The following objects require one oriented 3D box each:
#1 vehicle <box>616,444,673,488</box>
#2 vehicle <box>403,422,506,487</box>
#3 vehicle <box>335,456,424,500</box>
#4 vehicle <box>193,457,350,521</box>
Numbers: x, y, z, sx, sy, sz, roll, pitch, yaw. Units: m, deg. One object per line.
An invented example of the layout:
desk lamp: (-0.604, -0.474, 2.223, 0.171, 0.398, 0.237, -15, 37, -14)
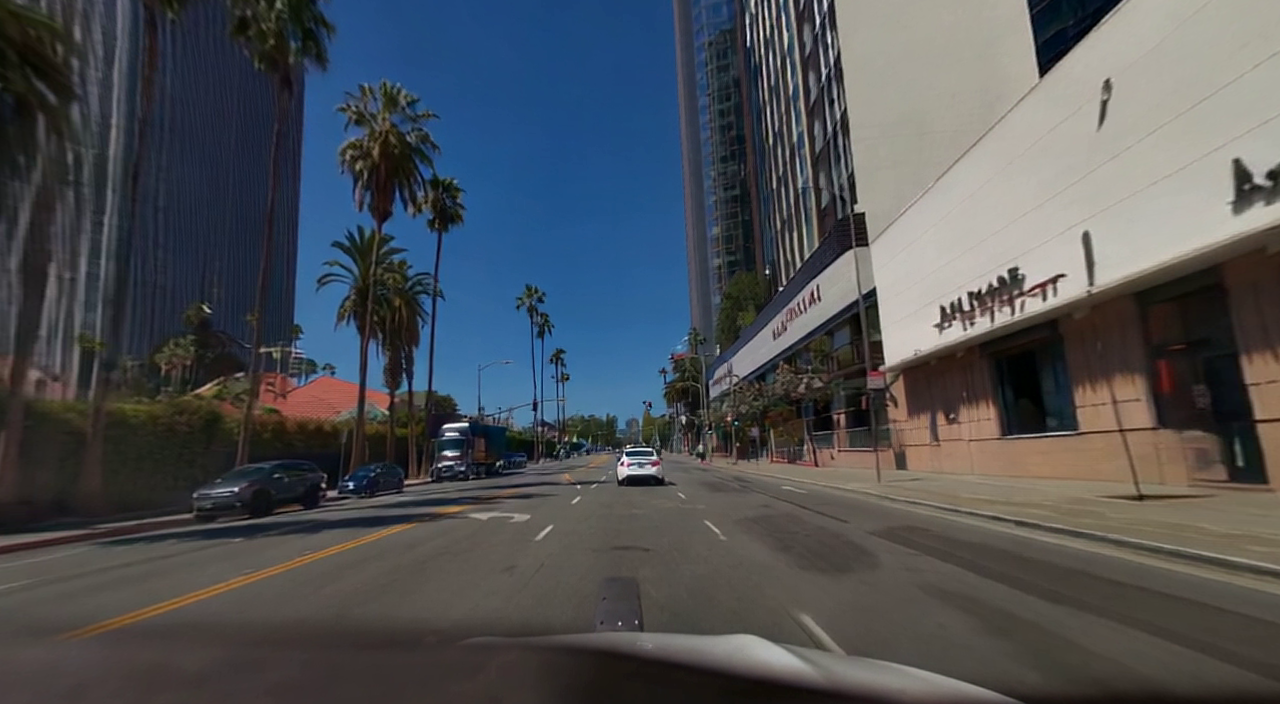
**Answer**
vehicle: (0.176, 4.604, 25.735, 2.145, 1.632, 3.972, 0, -9, 1)
vehicle: (-12.028, 6.838, 42.424, 3.058, 3.443, 12.503, -5, -9, 0)
vehicle: (-12.006, 5.779, 29.394, 1.981, 1.803, 4.835, 0, -9, 1)
vehicle: (-12.228, 4.520, 21.391, 2.308, 1.839, 4.793, -1, -9, 2)
